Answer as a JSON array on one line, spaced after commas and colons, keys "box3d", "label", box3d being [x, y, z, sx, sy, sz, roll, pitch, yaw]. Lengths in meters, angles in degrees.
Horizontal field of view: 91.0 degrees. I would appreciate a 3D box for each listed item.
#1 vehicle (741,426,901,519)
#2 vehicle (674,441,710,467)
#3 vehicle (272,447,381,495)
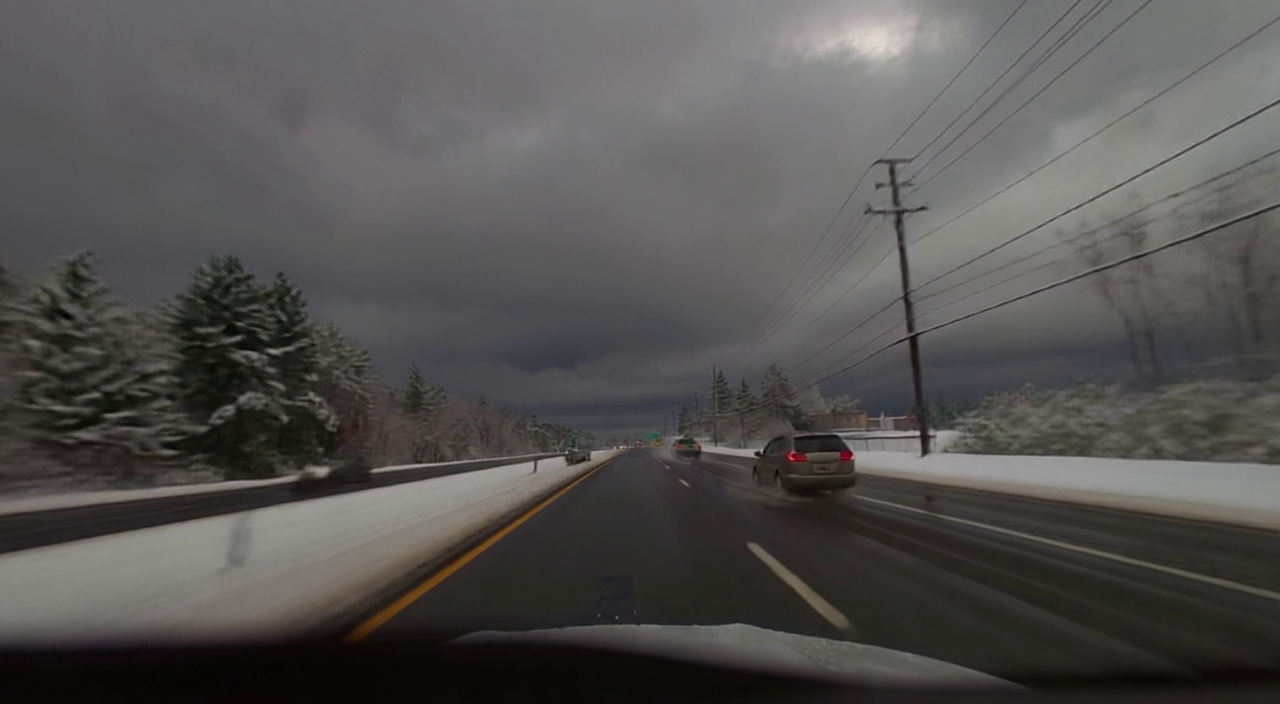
[{"box3d": [3.517, 2.419, 13.260, 1.977, 1.581, 4.428, 0, -8, -1], "label": "vehicle"}, {"box3d": [3.166, 6.282, 39.164, 1.868, 1.507, 3.833, 0, -8, -1], "label": "vehicle"}, {"box3d": [-11.272, 4.272, 23.008, 1.816, 1.489, 4.295, 0, -8, -1], "label": "vehicle"}]
